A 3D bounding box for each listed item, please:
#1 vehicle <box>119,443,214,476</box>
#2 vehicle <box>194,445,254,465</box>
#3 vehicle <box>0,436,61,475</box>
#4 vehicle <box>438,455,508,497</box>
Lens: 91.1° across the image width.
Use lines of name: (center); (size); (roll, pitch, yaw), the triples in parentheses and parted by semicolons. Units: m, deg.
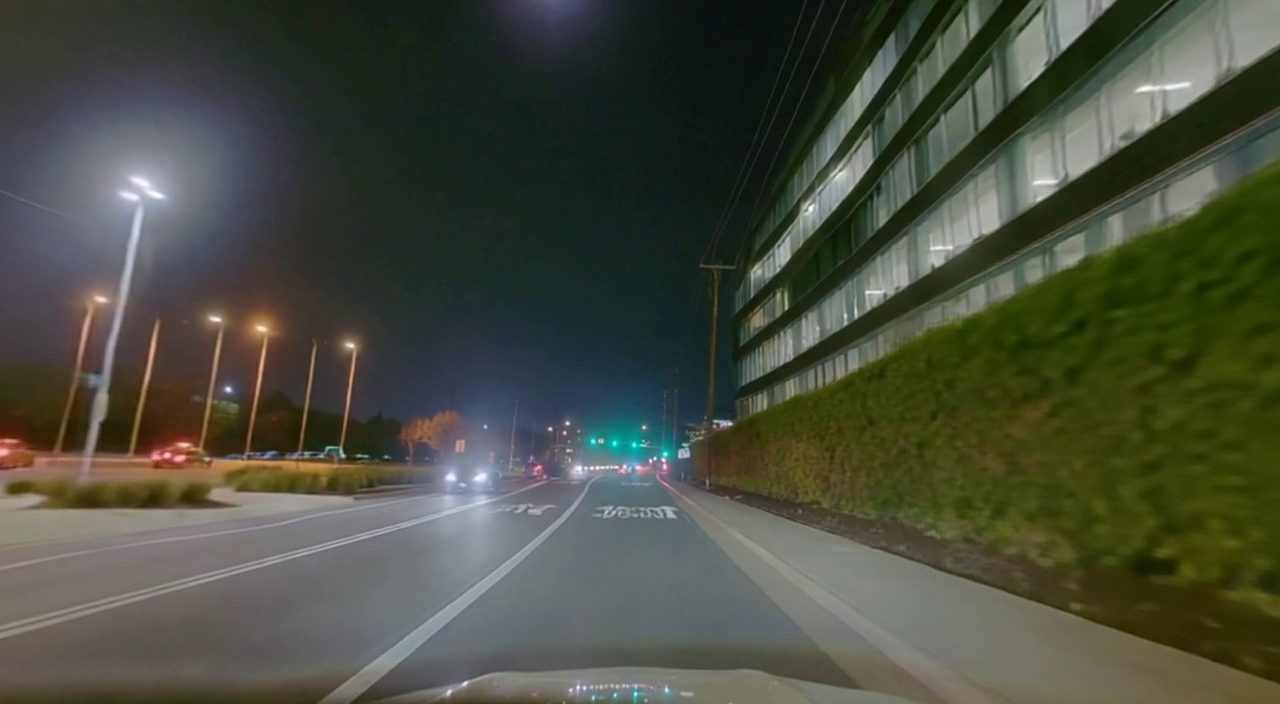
vehicle: (-26.238, 5.983, 34.809); (4.630, 1.710, 2.035); (-4, -11, 23)
vehicle: (-32.772, 8.121, 49.522); (3.977, 1.439, 1.775); (-3, -11, 20)
vehicle: (-28.536, 4.661, 28.188); (3.973, 1.647, 1.896); (-3, -11, 20)
vehicle: (-6.759, 5.070, 25.795); (1.922, 1.540, 3.771); (1, -10, -2)
